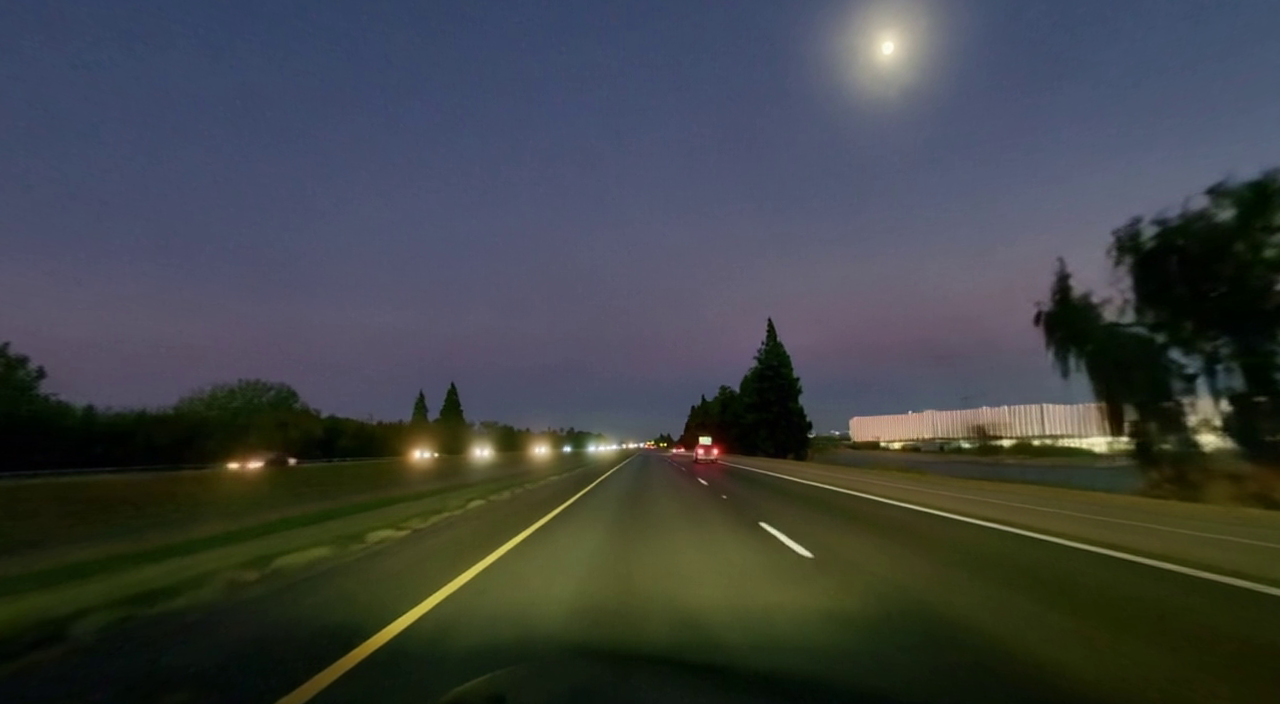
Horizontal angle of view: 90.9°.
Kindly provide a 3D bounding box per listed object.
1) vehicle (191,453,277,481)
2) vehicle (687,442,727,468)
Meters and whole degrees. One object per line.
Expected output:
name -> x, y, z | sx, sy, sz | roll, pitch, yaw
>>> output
vehicle -> -24.241, 6.830, 37.878 | 1.882, 1.484, 4.811 | 0, -8, 1
vehicle -> 4.167, 6.484, 39.990 | 2.062, 1.518, 4.026 | 0, -8, 0
